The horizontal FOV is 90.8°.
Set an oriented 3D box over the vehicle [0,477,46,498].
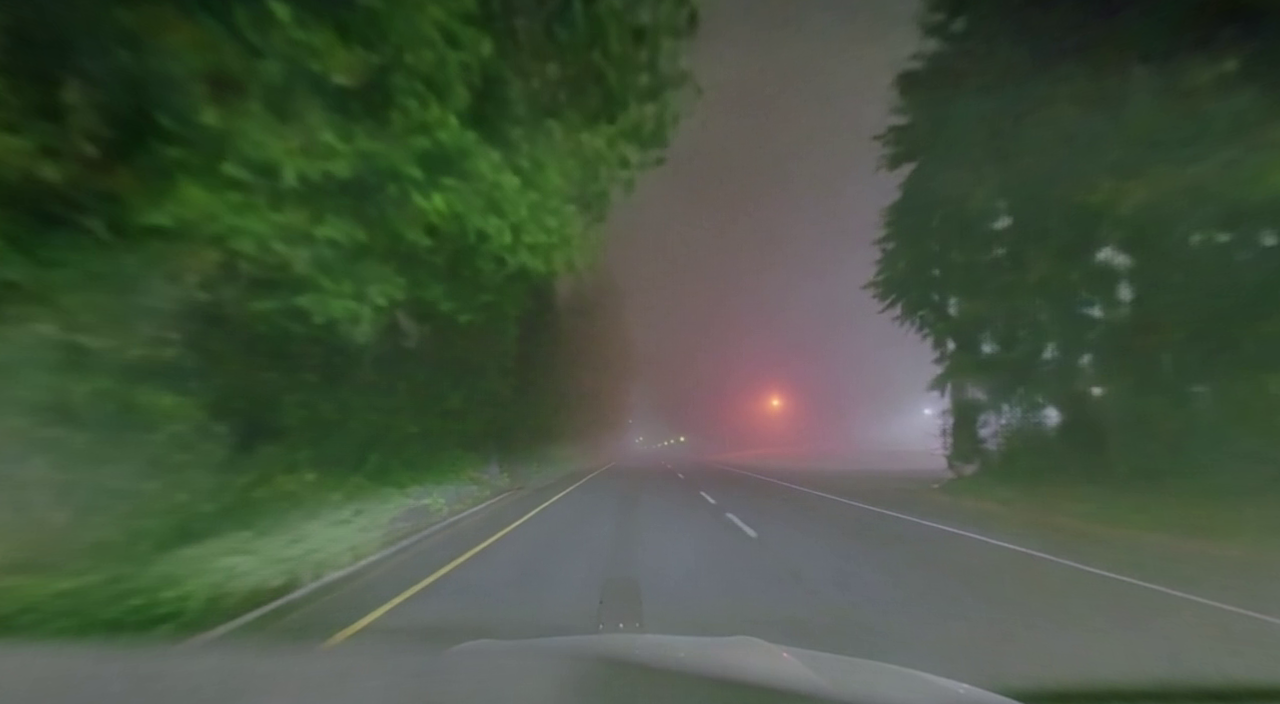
[{"bbox_3d":[-46.015,9.878,46.070,3.601,1.431,1.591,1,-8,-5],"label":"vehicle"}]
